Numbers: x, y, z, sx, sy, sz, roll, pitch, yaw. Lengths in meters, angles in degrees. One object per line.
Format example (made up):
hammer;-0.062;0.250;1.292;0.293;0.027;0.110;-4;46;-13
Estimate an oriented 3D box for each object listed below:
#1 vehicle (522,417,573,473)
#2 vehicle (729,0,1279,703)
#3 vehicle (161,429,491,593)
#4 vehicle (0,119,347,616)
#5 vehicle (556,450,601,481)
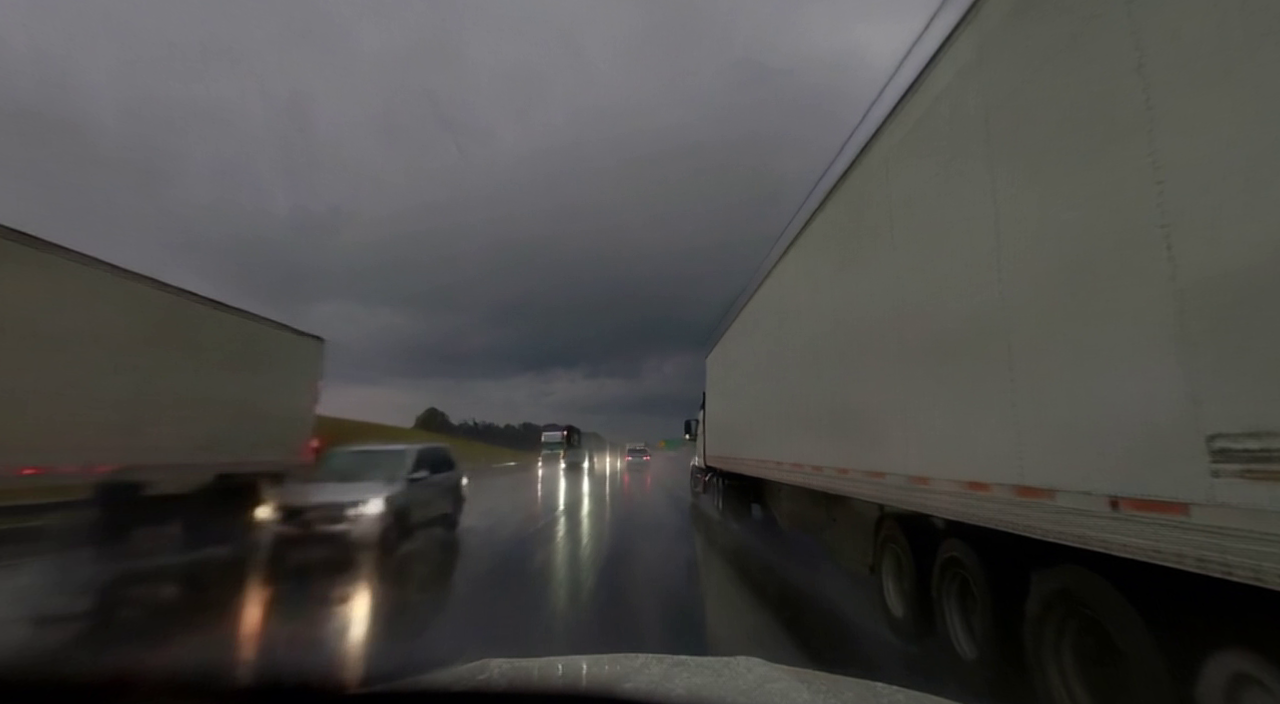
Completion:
vehicle;-6.897;7.093;47.978;2.910;3.989;5.837;0;-9;0
vehicle;3.344;0.285;5.993;2.845;4.071;14.008;0;-9;0
vehicle;-3.619;1.907;8.481;2.088;1.589;4.464;0;-9;0
vehicle;-6.778;-0.040;4.159;2.876;4.095;13.941;0;-9;1
vehicle;-3.234;6.048;33.829;1.949;1.555;3.888;0;-9;1
